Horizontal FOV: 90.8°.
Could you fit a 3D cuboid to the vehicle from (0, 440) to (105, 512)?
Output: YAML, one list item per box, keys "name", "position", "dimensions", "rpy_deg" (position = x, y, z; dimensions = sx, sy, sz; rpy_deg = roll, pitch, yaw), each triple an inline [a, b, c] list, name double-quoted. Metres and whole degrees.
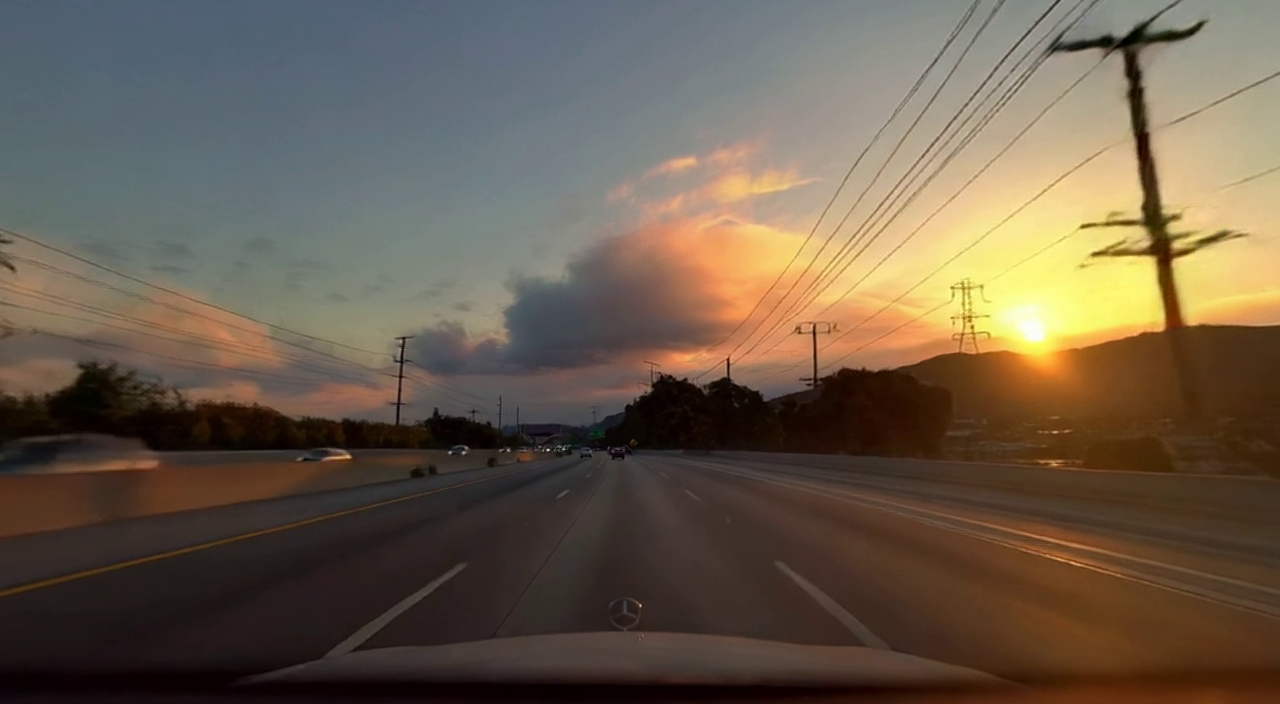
- name: "vehicle"
  position: [-14.117, 2.580, 13.212]
  dimensions: [1.914, 1.477, 4.524]
  rpy_deg: [0, -8, -1]

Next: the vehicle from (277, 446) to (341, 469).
- name: "vehicle"
  position: [-22.374, 7.157, 42.939]
  dimensions: [1.947, 1.465, 4.594]
  rpy_deg: [0, -8, -2]
